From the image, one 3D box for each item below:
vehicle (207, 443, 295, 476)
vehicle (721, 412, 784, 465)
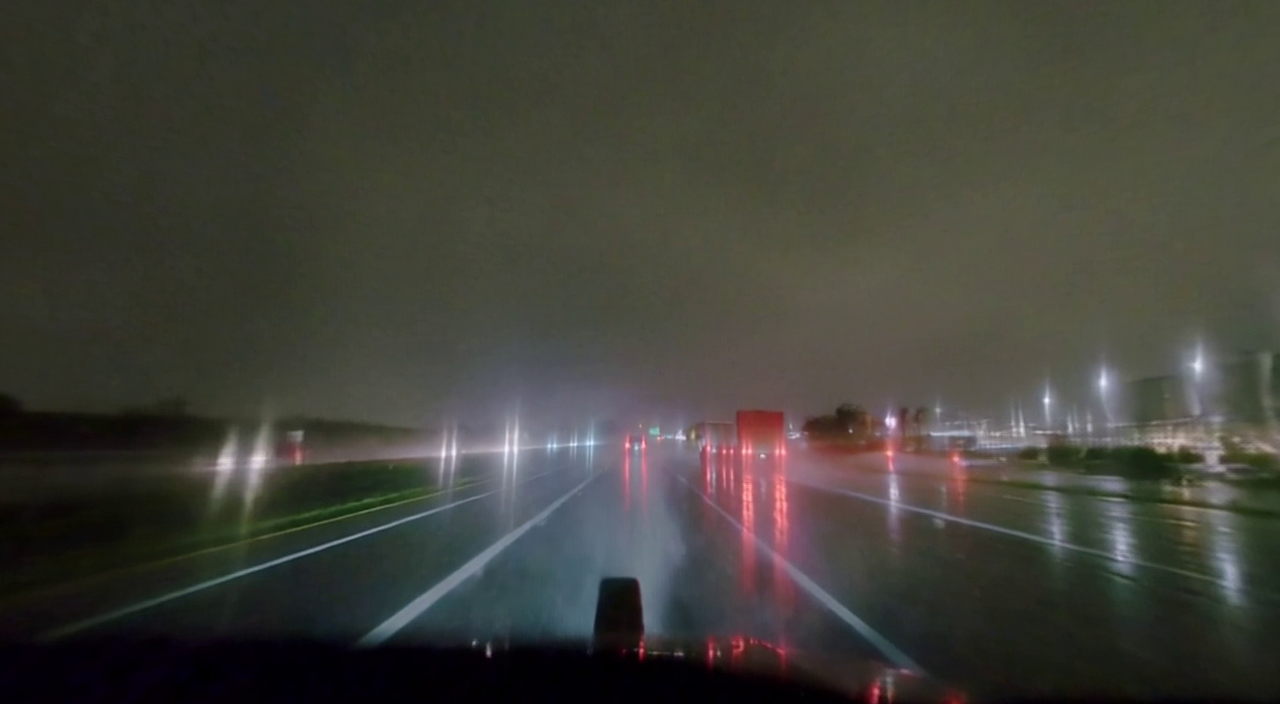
[{"bbox_3d":[-21.931,6.059,35.840,2.078,1.705,4.544,0,-8,0],"label":"vehicle"},{"bbox_3d":[7.322,5.823,42.220,2.793,3.204,7.997,0,-8,1],"label":"vehicle"}]
